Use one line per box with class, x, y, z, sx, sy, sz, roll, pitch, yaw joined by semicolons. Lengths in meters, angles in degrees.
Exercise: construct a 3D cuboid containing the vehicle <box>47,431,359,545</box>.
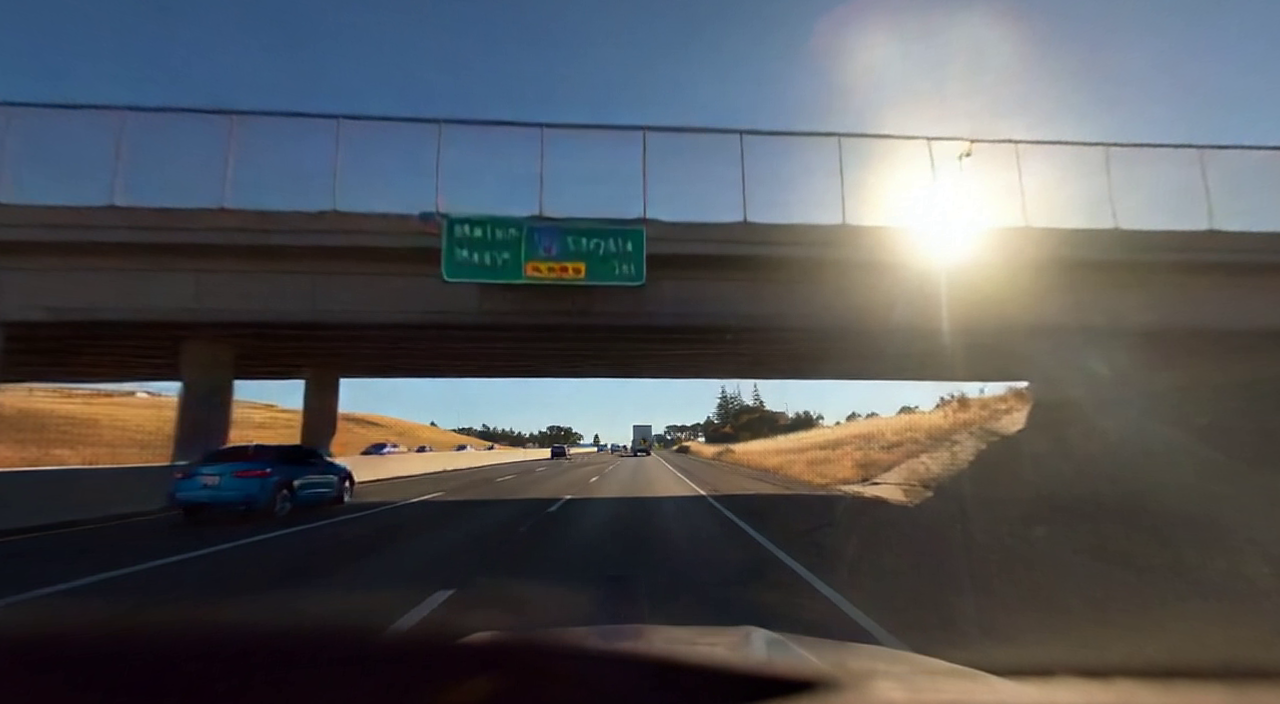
vehicle;-7.028;2.212;10.970;2.096;1.541;4.610;0;-8;0
